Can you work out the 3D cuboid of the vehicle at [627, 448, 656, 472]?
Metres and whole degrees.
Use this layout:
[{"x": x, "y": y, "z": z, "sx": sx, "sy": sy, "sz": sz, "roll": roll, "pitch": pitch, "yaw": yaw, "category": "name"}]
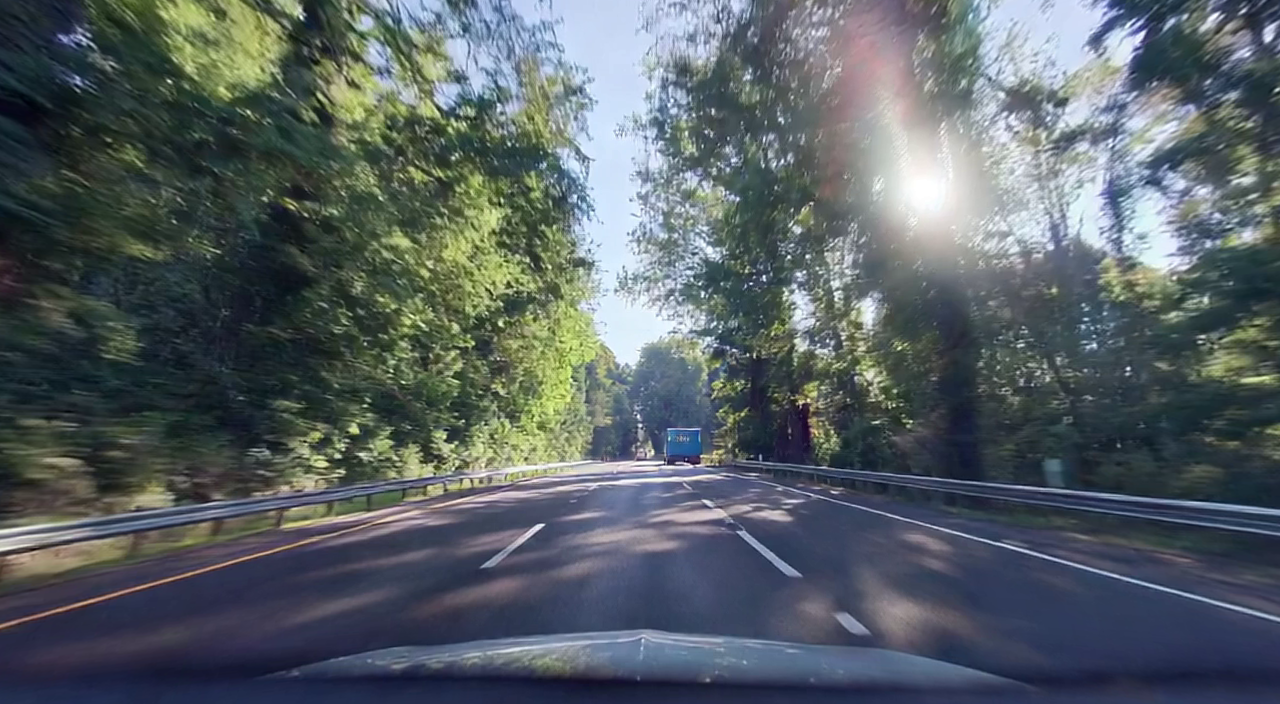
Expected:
[{"x": 0.079, "y": 7.380, "z": 43.169, "sx": 1.900, "sy": 1.497, "sz": 3.732, "roll": 0, "pitch": -9, "yaw": 0, "category": "vehicle"}]
